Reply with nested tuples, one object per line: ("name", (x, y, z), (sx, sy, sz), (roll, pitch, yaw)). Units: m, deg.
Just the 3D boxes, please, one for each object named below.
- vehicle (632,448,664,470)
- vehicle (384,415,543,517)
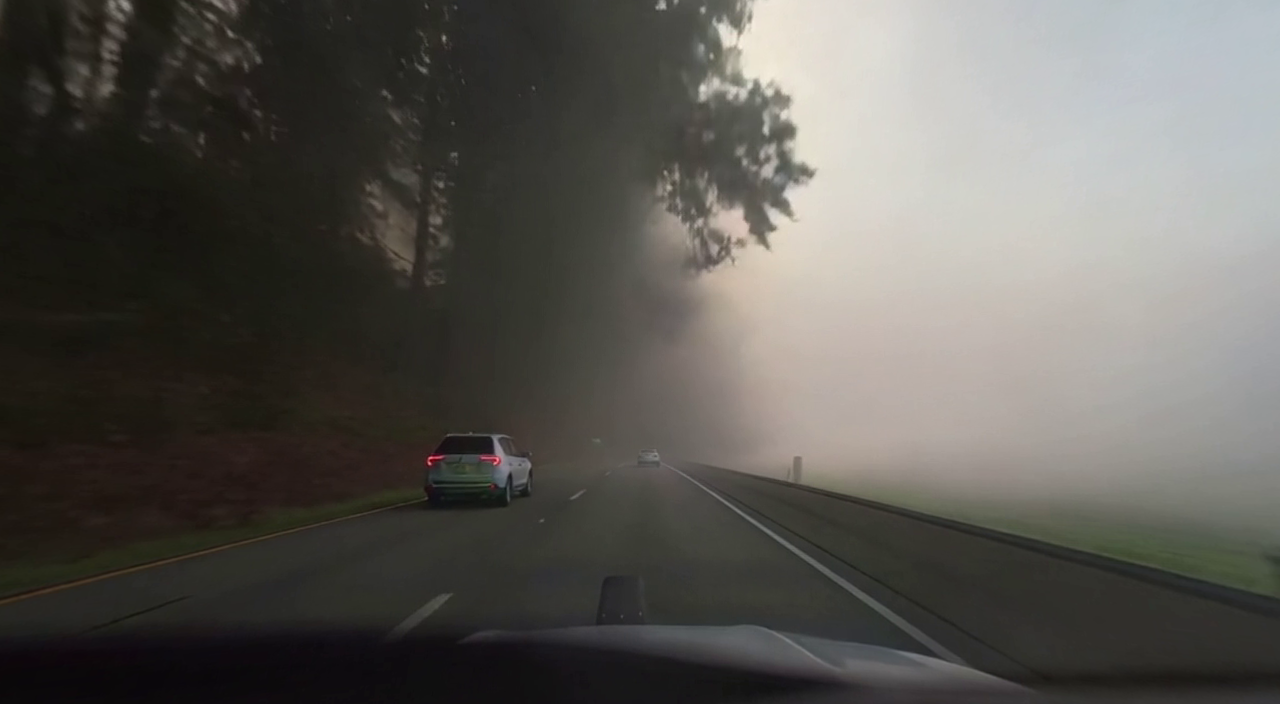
("vehicle", (0.494, 7.313, 43.361), (2.046, 1.452, 4.407), (0, -9, -1))
("vehicle", (-3.959, 2.692, 15.329), (2.418, 2.049, 4.930), (0, -9, 0))
